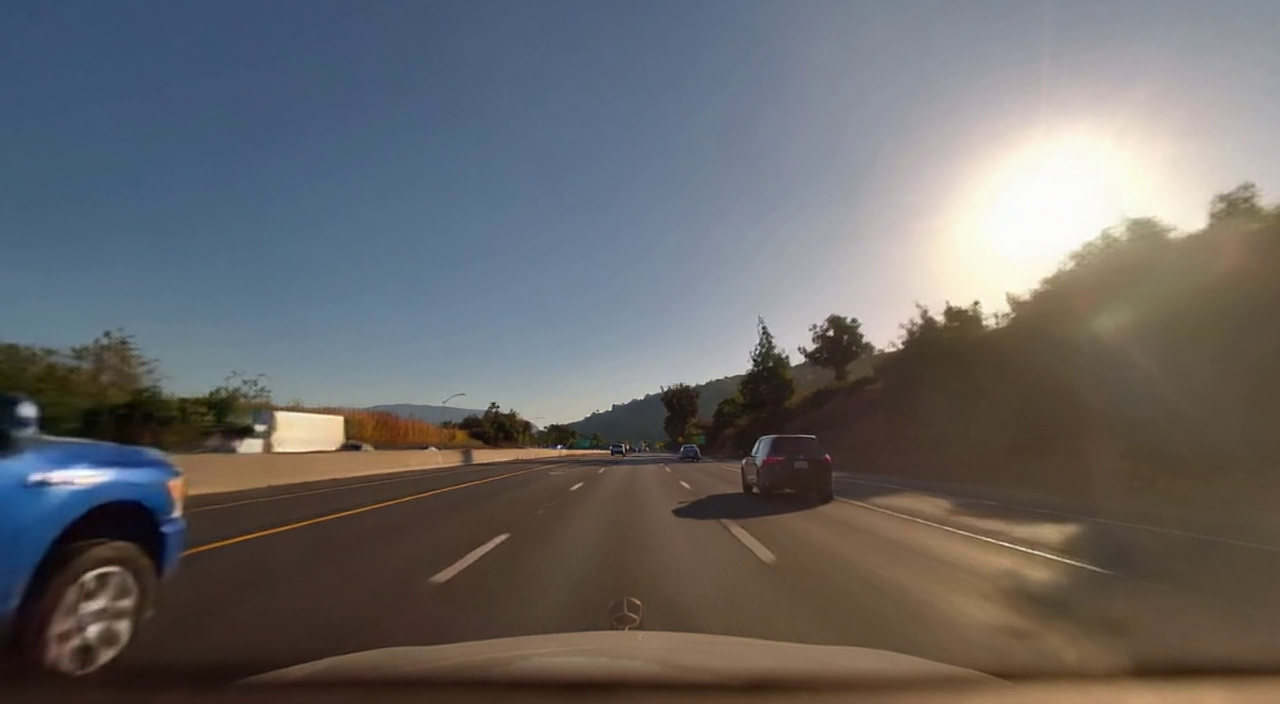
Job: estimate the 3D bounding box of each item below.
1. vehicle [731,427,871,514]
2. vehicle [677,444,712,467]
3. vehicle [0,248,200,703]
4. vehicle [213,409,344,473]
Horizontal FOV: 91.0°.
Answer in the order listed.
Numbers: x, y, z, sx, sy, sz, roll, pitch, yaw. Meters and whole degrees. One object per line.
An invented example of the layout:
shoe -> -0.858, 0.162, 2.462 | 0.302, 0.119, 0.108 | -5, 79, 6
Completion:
vehicle -> 3.463, 2.644, 14.476 | 2.095, 1.668, 4.135 | 0, -9, 0
vehicle -> 3.758, 7.208, 44.002 | 2.047, 1.501, 4.237 | 0, -9, 0
vehicle -> -4.021, 0.346, 0.684 | 2.496, 2.203, 6.317 | 0, -9, 0
vehicle -> -21.452, 5.418, 38.105 | 2.830, 3.446, 7.955 | 0, -9, 3
